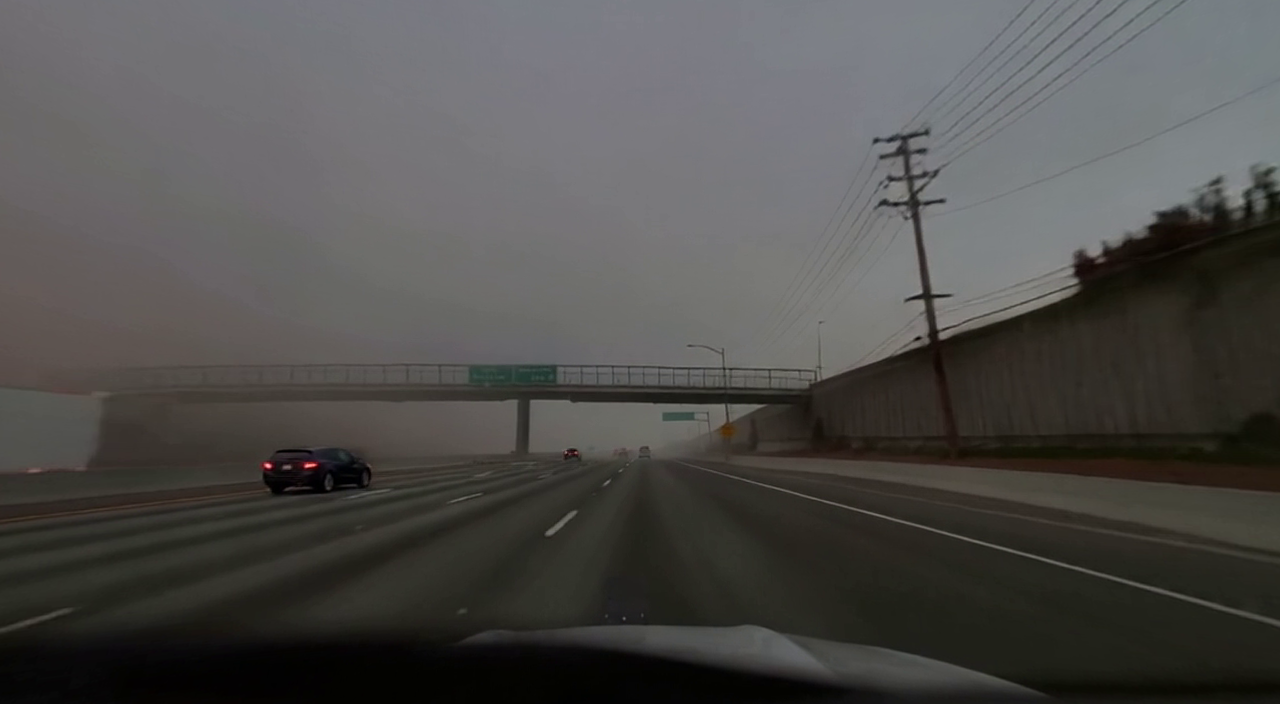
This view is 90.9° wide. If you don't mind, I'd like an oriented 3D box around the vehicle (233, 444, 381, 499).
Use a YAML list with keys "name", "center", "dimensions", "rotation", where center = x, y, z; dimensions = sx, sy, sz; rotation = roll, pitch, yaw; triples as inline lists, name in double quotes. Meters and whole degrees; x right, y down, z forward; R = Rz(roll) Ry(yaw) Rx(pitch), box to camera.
- name: "vehicle"
  center: [-10.128, 3.624, 19.667]
  dimensions: [2.056, 1.476, 4.562]
  rotation: [0, -8, 1]
